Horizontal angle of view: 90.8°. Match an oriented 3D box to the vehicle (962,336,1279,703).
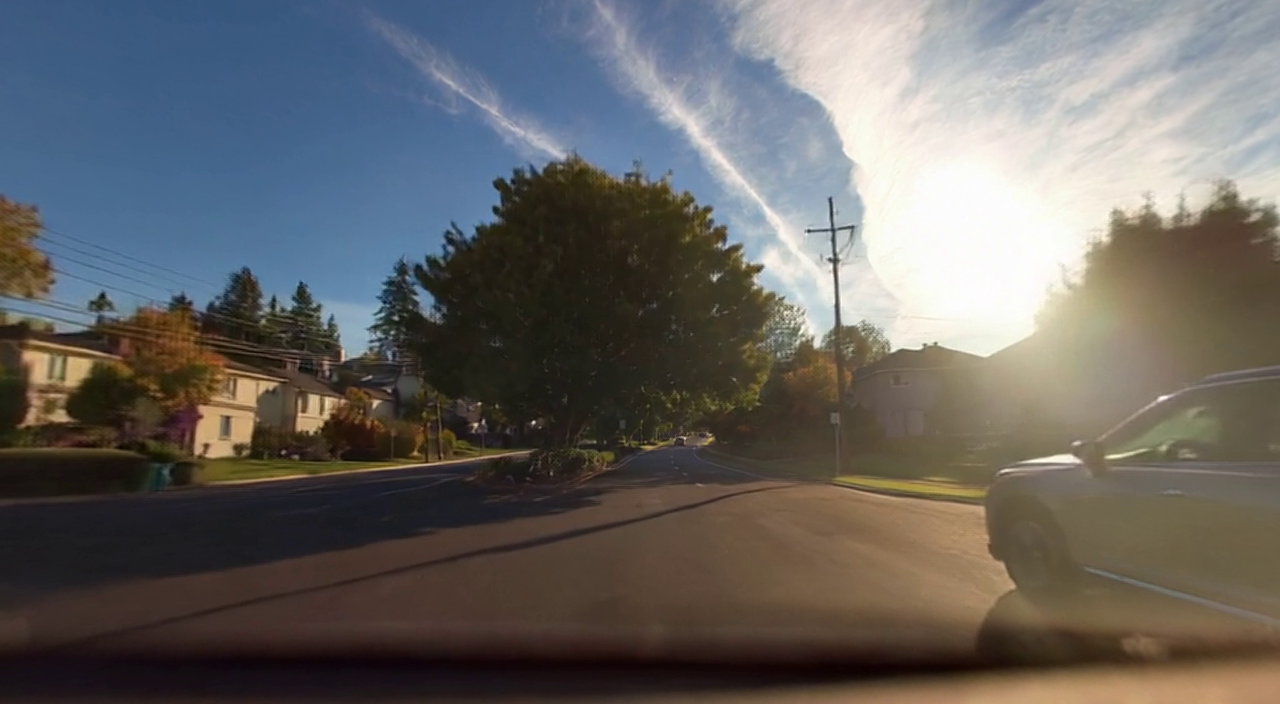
[{"bbox_3d":[3.949,0.870,3.122,2.193,1.777,4.772,0,-9,0],"label":"vehicle"}]
